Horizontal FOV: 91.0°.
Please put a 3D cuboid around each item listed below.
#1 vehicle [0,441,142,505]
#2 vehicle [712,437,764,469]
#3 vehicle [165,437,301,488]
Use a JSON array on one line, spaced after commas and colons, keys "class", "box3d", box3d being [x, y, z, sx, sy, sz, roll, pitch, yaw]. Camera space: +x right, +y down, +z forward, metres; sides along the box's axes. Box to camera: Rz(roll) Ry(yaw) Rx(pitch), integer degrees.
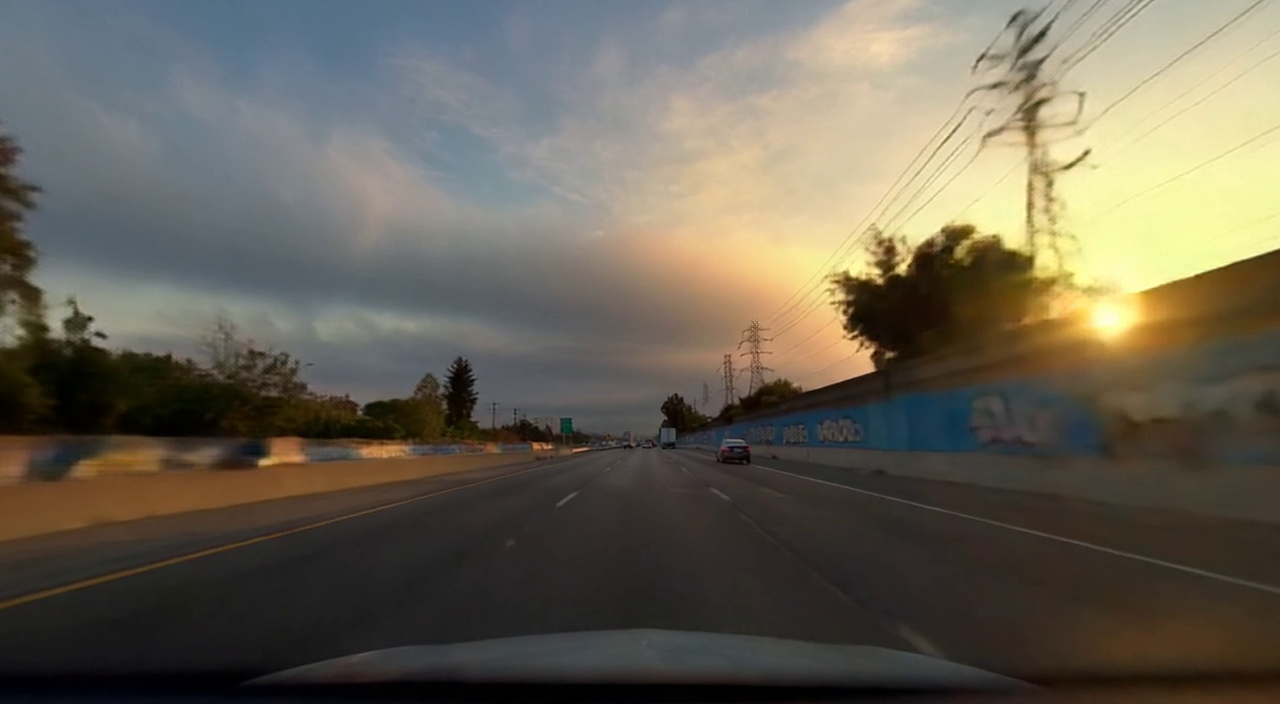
[{"class": "vehicle", "box3d": [-19.120, 3.824, 20.472, 2.011, 1.816, 4.516, 0, -8, 1]}, {"class": "vehicle", "box3d": [4.900, 5.100, 32.044, 1.991, 1.494, 3.951, 0, -8, -1]}, {"class": "vehicle", "box3d": [-14.160, 3.852, 22.219, 1.909, 1.603, 4.199, 0, -8, 1]}]
